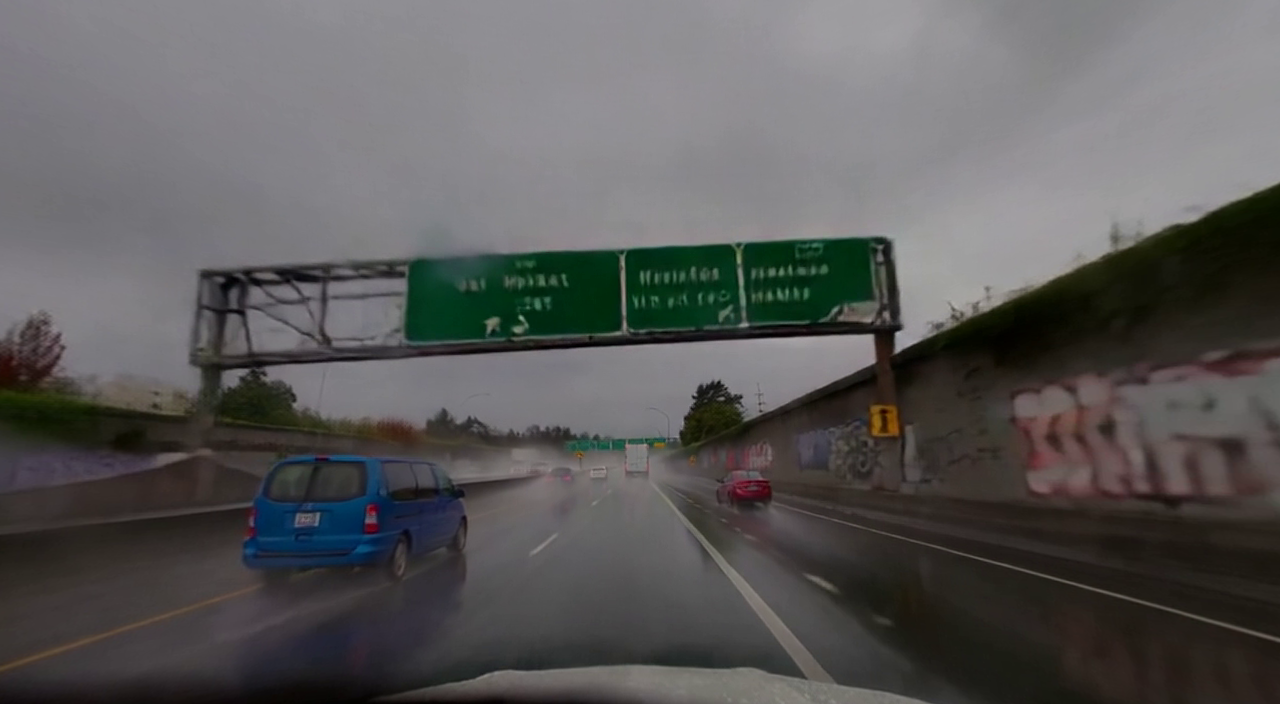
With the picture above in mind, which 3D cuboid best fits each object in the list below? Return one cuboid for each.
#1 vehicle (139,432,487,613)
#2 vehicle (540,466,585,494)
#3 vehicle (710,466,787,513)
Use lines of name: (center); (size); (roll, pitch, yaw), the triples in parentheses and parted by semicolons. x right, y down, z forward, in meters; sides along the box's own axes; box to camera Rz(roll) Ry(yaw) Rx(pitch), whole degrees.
vehicle: (-3.518, 1.968, 8.037); (2.004, 1.610, 4.508); (1, -11, 0)
vehicle: (-4.397, 7.332, 36.281); (2.054, 1.443, 4.131); (1, -11, 0)
vehicle: (3.742, 4.841, 22.485); (1.917, 1.458, 4.199); (1, -11, -2)
